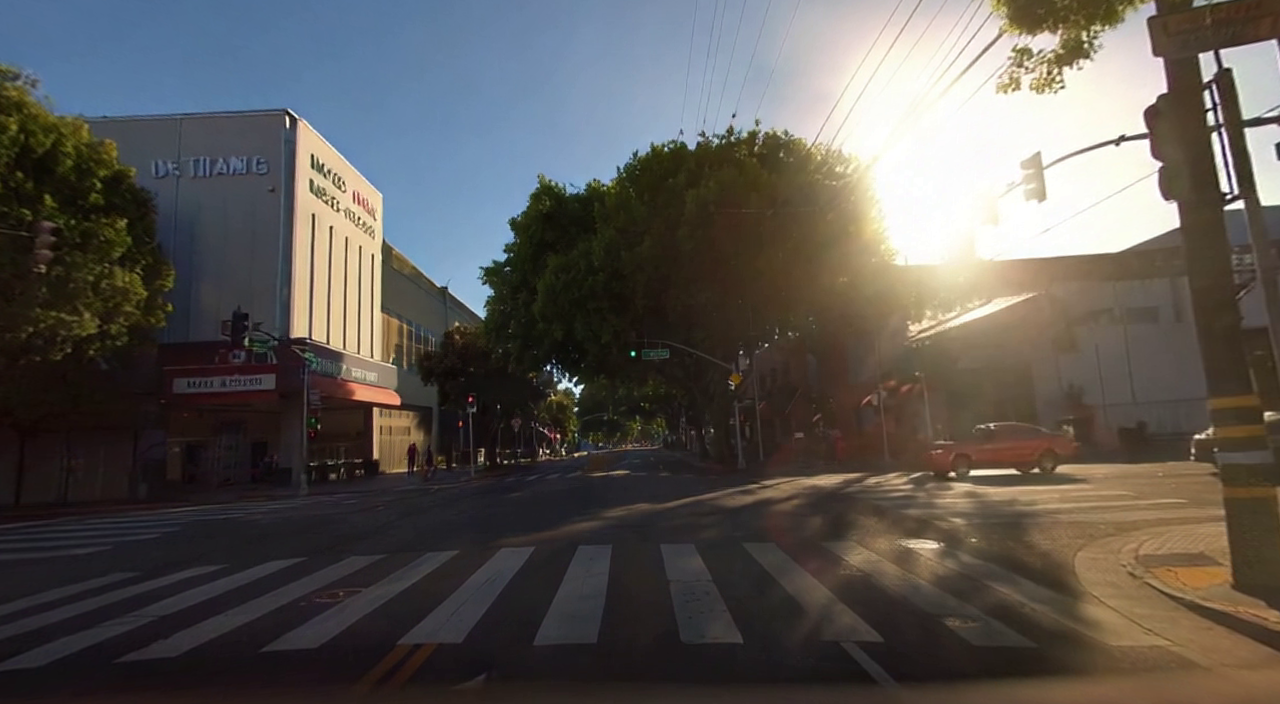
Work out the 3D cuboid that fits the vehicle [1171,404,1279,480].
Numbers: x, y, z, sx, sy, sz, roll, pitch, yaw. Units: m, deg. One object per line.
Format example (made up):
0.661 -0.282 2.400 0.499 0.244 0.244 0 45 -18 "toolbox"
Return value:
14.443 1.908 13.381 4.632 1.484 1.907 0 -8 -1 "vehicle"
